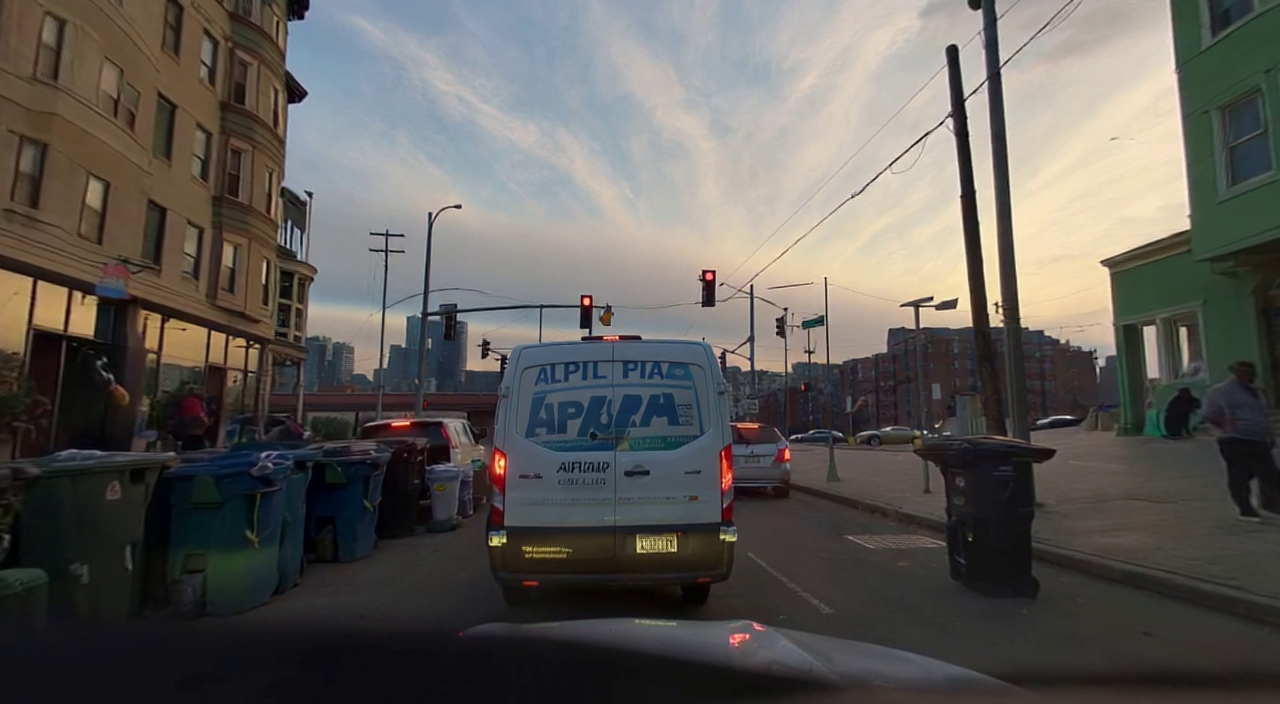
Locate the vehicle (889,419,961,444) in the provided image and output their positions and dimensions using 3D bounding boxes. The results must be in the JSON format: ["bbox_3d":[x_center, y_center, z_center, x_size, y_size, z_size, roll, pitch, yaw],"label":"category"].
[{"bbox_3d":[16.107,4.503,35.652,3.381,1.391,1.529,1,-8,-10],"label":"vehicle"}]

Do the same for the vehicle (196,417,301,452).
[{"bbox_3d":[-18.293,3.864,29.566,3.713,1.571,1.751,1,-8,-11],"label":"vehicle"}]

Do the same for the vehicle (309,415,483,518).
[{"bbox_3d":[-3.956,1.889,10.863,1.841,1.461,3.426,1,-8,-5],"label":"vehicle"}]

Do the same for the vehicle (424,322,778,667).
[{"bbox_3d":[-0.321,1.061,5.712,1.951,1.907,4.266,0,-8,-3],"label":"vehicle"}]
